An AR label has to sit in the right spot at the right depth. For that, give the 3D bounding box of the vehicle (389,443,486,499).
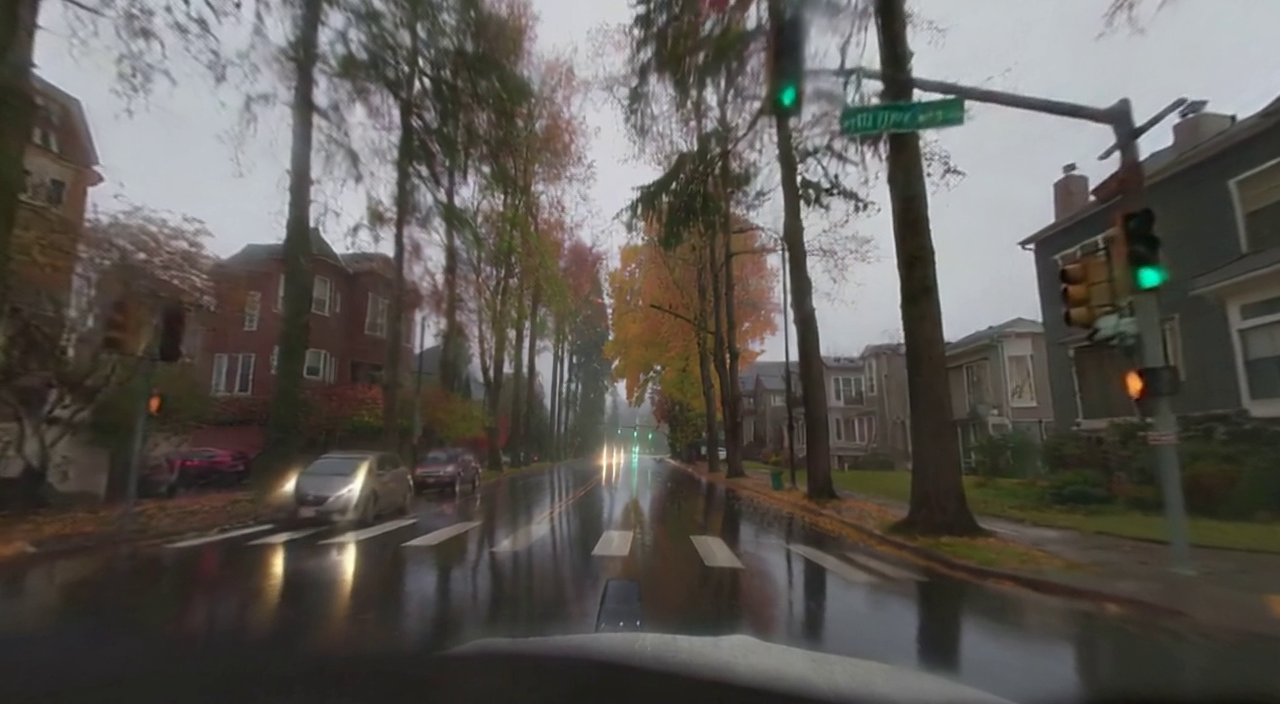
[{"bbox_3d":[-7.449,4.378,23.962,2.129,1.730,5.544,0,-7,-3],"label":"vehicle"}]

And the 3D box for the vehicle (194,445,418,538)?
[{"bbox_3d":[-6.486,2.710,13.046,2.235,1.530,4.471,0,-8,-1],"label":"vehicle"}]

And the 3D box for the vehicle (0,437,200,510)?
[{"bbox_3d":[-14.882,3.122,16.899,2.280,1.635,4.550,-3,-9,18],"label":"vehicle"}]
